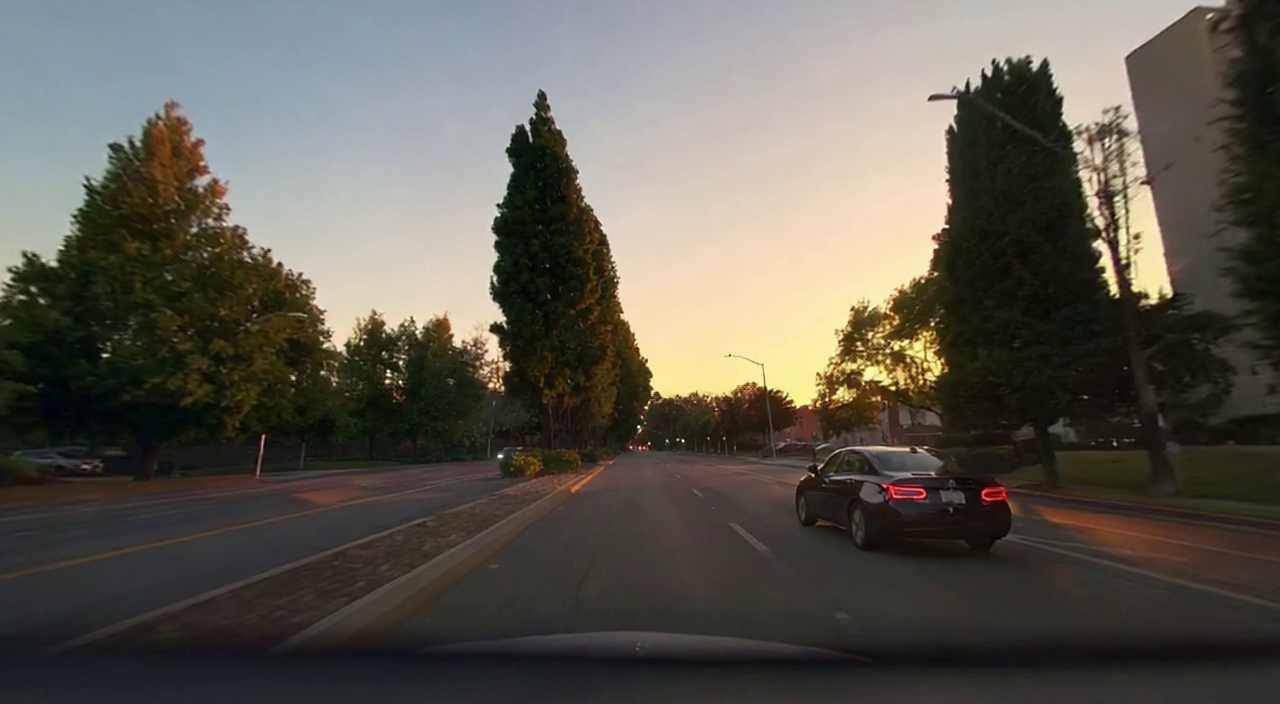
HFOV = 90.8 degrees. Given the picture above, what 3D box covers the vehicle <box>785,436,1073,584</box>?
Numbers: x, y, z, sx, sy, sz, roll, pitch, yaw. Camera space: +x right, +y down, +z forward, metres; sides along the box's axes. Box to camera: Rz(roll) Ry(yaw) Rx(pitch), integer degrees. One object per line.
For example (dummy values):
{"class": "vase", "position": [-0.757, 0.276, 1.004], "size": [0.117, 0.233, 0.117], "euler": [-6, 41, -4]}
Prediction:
{"class": "vehicle", "position": [3.370, 1.891, 8.416], "size": [1.852, 1.453, 4.083], "euler": [0, -9, -1]}
